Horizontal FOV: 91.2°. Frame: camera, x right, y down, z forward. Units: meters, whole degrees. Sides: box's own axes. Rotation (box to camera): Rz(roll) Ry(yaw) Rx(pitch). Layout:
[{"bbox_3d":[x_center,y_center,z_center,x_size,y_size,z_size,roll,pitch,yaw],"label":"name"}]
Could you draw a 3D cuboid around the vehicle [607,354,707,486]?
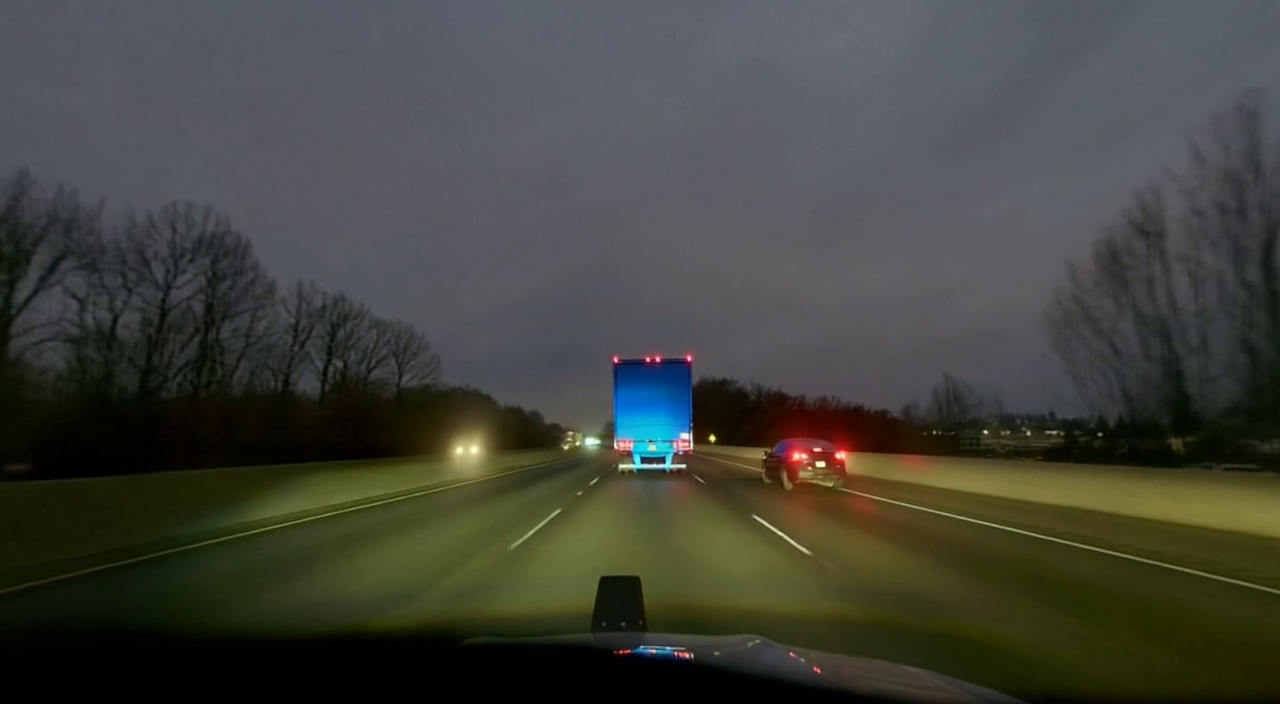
[{"bbox_3d":[0.514,2.831,24.461,3.010,4.039,10.481,0,-8,0],"label":"vehicle"}]
